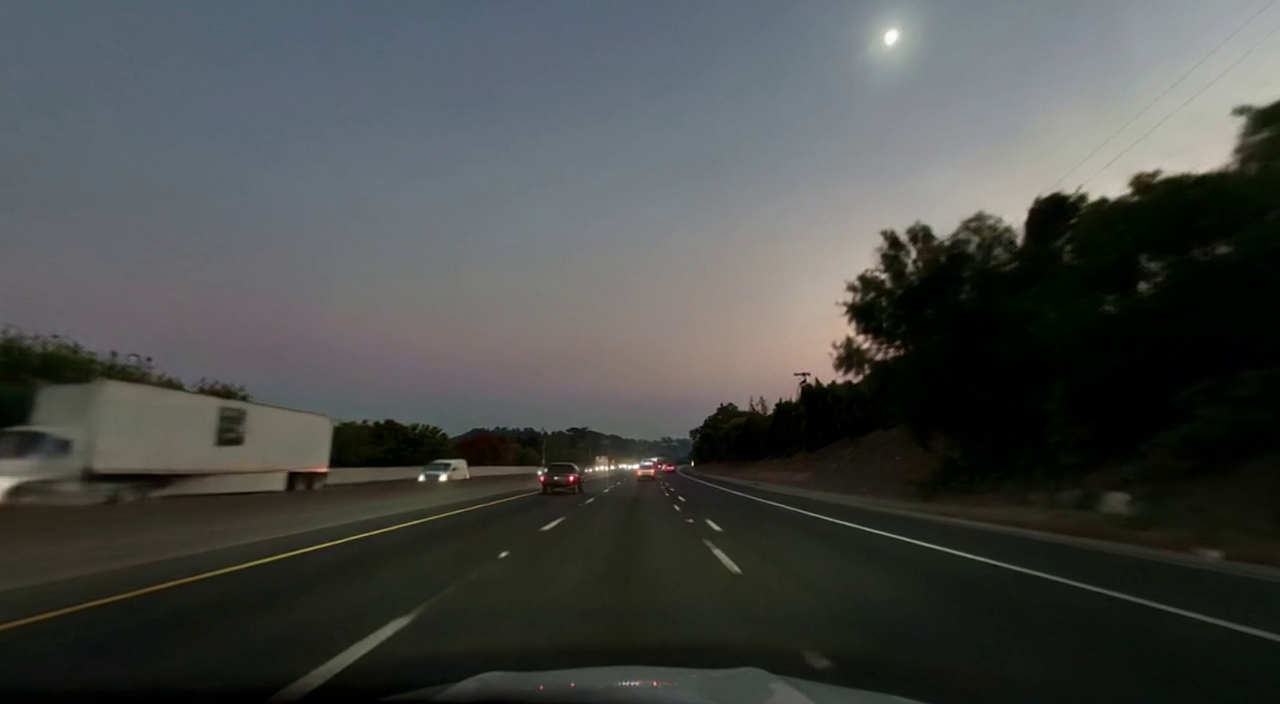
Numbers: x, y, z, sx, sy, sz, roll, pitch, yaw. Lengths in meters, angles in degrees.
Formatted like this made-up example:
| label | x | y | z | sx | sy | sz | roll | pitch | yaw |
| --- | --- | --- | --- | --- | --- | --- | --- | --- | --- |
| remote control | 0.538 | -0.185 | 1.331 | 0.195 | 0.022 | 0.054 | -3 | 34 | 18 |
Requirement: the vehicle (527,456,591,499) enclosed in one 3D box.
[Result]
| label | x | y | z | sx | sy | sz | roll | pitch | yaw |
| --- | --- | --- | --- | --- | --- | --- | --- | --- | --- |
| vehicle | -3.662 | 5.835 | 29.498 | 2.233 | 1.791 | 4.981 | 1 | -11 | 1 |

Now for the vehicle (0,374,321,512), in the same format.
| label | x | y | z | sx | sy | sz | roll | pitch | yaw |
| --- | --- | --- | --- | --- | --- | --- | --- | --- | --- |
| vehicle | -17.434 | 3.745 | 24.446 | 2.766 | 3.819 | 13.714 | 0 | -10 | 1 |

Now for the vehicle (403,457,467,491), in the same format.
| label | x | y | z | sx | sy | sz | roll | pitch | yaw |
| --- | --- | --- | --- | --- | --- | --- | --- | --- | --- |
| vehicle | -12.646 | 7.593 | 39.264 | 2.301 | 1.905 | 4.663 | 1 | -11 | 1 |

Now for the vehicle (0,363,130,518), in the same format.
| label | x | y | z | sx | sy | sz | roll | pitch | yaw |
| --- | --- | --- | --- | --- | --- | --- | --- | --- | --- |
| vehicle | -17.494 | 2.524 | 17.975 | 3.185 | 4.070 | 2.550 | 1 | -11 | 0 |
